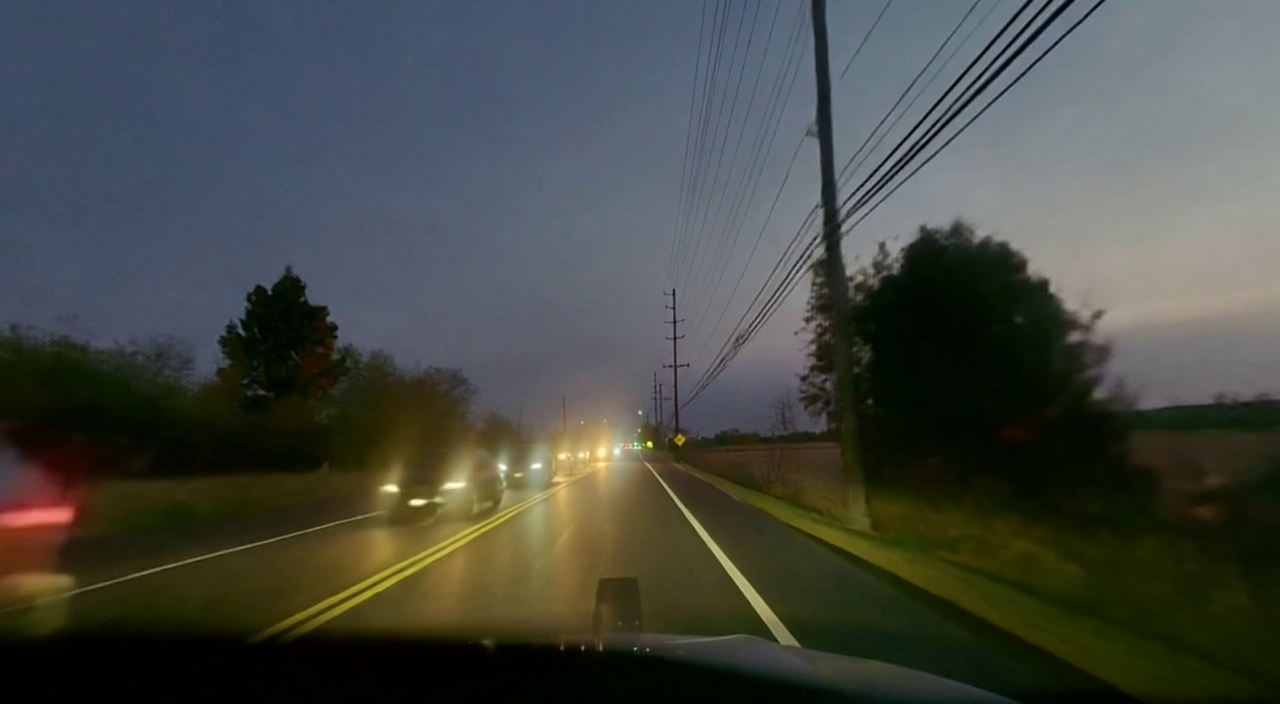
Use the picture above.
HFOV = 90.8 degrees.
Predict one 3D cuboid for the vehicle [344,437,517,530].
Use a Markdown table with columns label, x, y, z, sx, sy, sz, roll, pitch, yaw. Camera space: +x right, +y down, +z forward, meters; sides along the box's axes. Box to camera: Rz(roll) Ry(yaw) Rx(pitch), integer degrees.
| label | x | y | z | sx | sy | sz | roll | pitch | yaw |
| --- | --- | --- | --- | --- | --- | --- | --- | --- | --- |
| vehicle | -4.520 | 2.858 | 14.557 | 2.284 | 1.634 | 4.756 | -4 | -8 | 1 |
